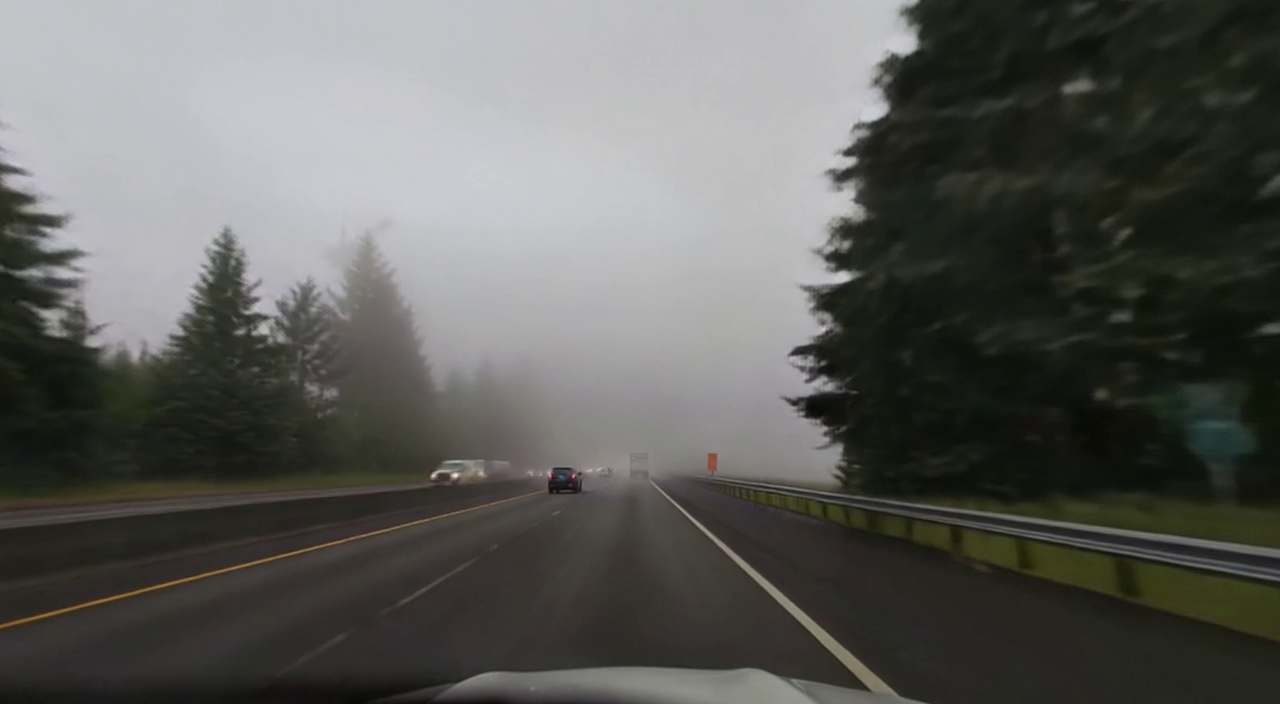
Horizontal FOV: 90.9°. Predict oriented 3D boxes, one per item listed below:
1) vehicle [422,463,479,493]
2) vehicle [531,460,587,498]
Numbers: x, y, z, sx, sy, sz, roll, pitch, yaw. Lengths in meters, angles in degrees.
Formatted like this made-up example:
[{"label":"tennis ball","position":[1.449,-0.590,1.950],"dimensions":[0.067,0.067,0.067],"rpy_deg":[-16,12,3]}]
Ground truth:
[{"label":"vehicle","position":[-12.497,8.343,41.906],"dimensions":[2.064,1.818,5.180],"rpy_deg":[0,-11,1]},{"label":"vehicle","position":[-3.943,6.317,31.467],"dimensions":[2.124,1.705,4.440],"rpy_deg":[1,-11,1]}]
